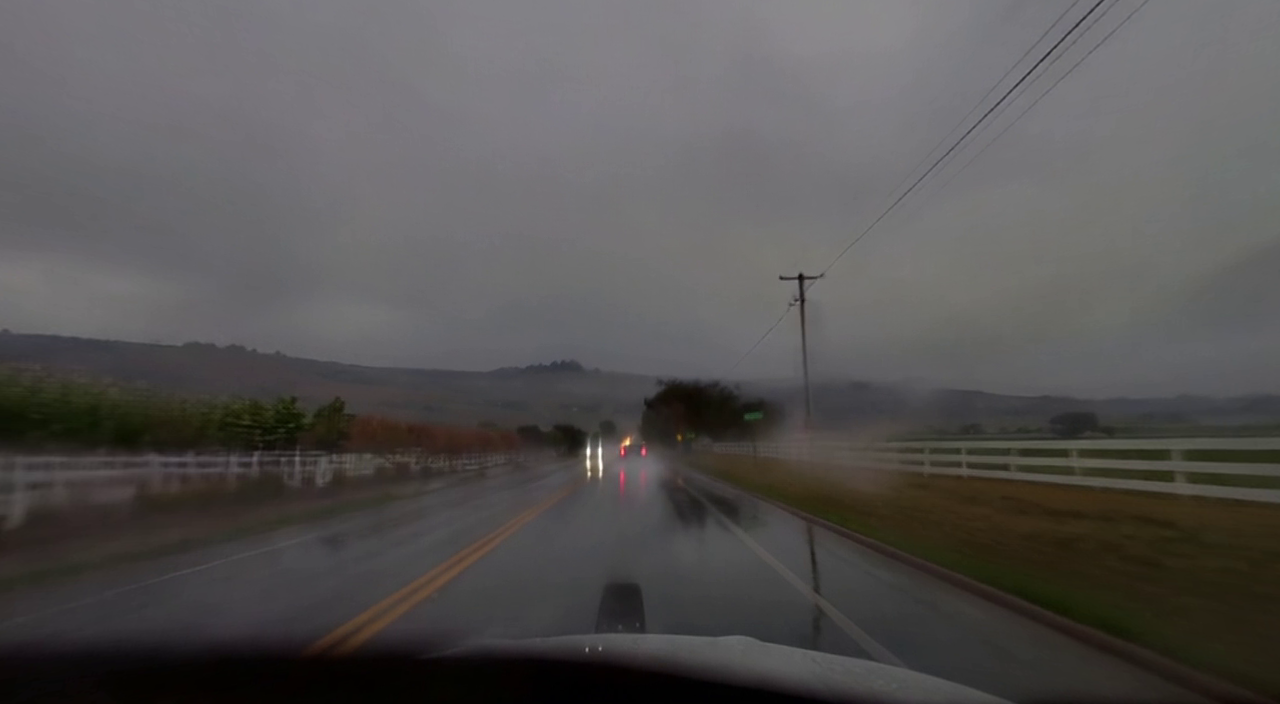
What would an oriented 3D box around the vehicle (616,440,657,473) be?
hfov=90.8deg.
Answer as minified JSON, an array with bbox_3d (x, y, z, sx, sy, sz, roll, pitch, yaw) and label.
[{"bbox_3d":[-0.195,5.803,35.310,2.158,1.669,4.006,0,-8,-1],"label":"vehicle"}]
